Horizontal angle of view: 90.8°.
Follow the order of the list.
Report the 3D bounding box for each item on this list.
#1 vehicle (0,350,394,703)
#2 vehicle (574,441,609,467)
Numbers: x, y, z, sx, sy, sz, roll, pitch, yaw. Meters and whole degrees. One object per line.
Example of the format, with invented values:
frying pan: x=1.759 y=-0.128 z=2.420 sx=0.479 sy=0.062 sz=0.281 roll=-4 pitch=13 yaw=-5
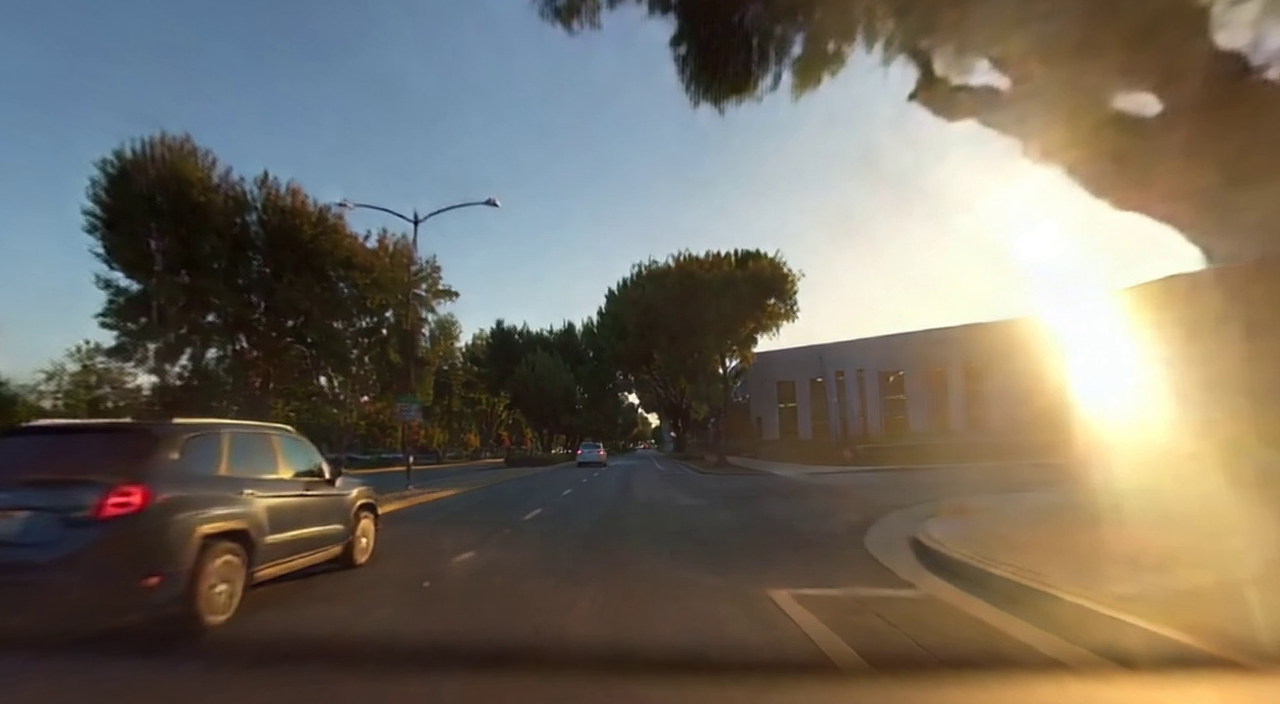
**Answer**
vehicle: x=-3.816 y=1.115 z=4.476 sx=2.202 sy=1.685 sz=4.772 roll=0 pitch=-8 yaw=0
vehicle: x=-3.533 y=7.530 z=46.794 sx=2.179 sy=1.771 sz=4.267 roll=0 pitch=-8 yaw=1
